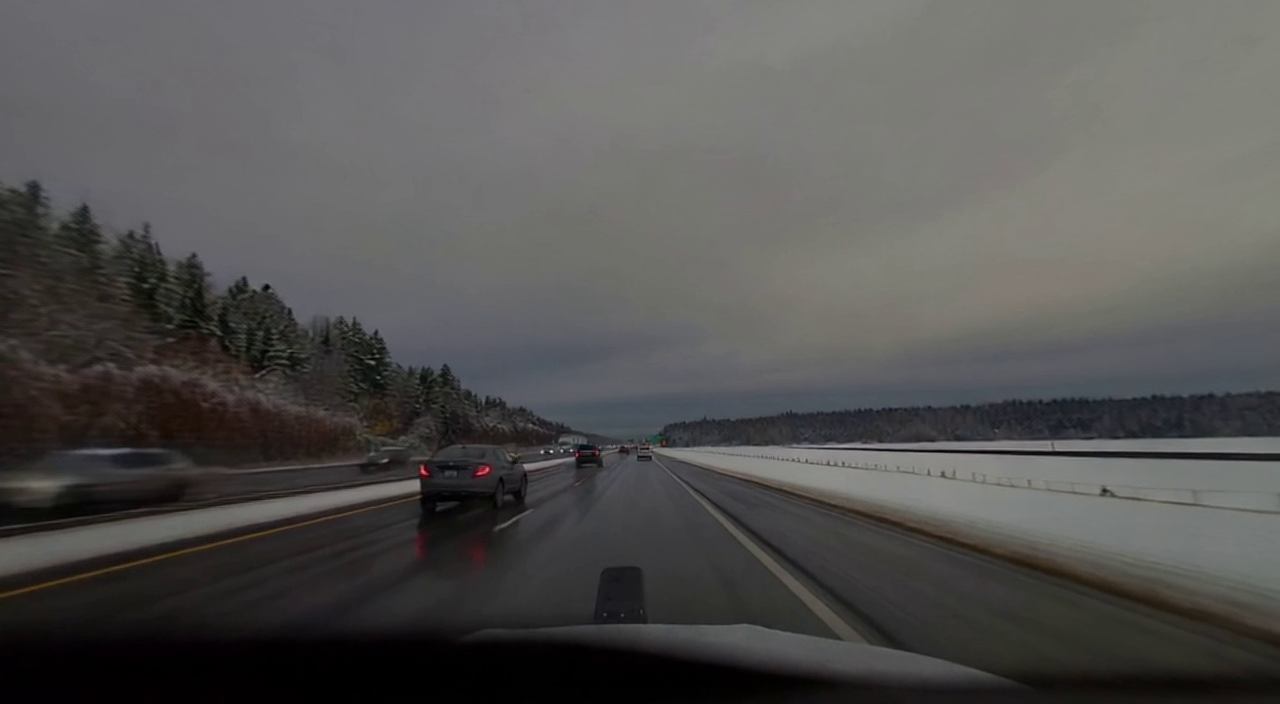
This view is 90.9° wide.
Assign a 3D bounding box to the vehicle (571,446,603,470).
[{"bbox_3d":[-3.969,8.021,47.902,2.095,1.664,4.305,0,-9,0],"label":"vehicle"}]

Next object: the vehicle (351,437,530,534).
[{"bbox_3d":[-3.453,2.393,11.851,1.970,1.483,4.097,0,-9,1],"label":"vehicle"}]

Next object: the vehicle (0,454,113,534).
[{"bbox_3d":[-12.709,2.679,11.955,1.887,1.427,4.057,0,-9,0],"label":"vehicle"}]
